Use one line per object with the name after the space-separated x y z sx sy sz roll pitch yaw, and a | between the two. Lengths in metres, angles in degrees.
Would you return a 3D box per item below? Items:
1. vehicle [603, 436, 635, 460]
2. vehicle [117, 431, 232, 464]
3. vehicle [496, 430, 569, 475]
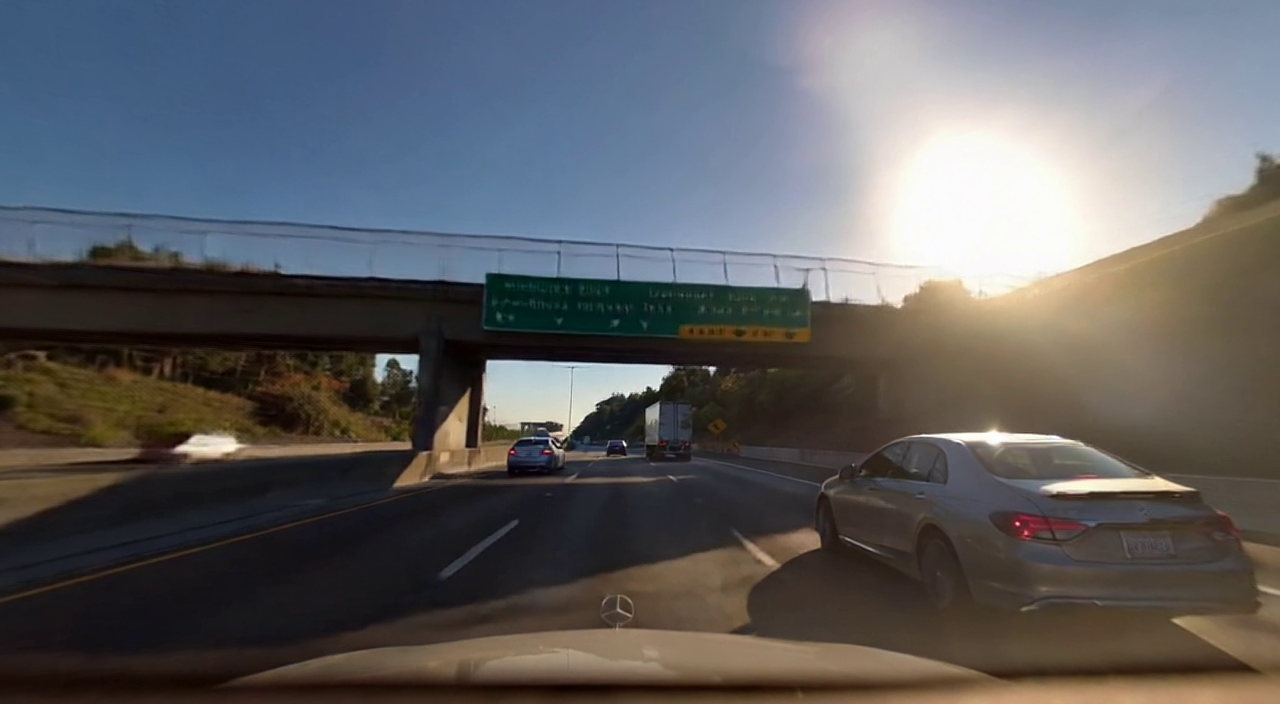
-1.513 6.752 44.373 2.125 1.542 3.816 0 -8 -3 | vehicle
-23.056 4.753 31.449 2.131 1.492 4.739 0 -8 -1 | vehicle
-4.448 4.249 26.895 2.377 1.747 4.703 0 -8 -1 | vehicle
